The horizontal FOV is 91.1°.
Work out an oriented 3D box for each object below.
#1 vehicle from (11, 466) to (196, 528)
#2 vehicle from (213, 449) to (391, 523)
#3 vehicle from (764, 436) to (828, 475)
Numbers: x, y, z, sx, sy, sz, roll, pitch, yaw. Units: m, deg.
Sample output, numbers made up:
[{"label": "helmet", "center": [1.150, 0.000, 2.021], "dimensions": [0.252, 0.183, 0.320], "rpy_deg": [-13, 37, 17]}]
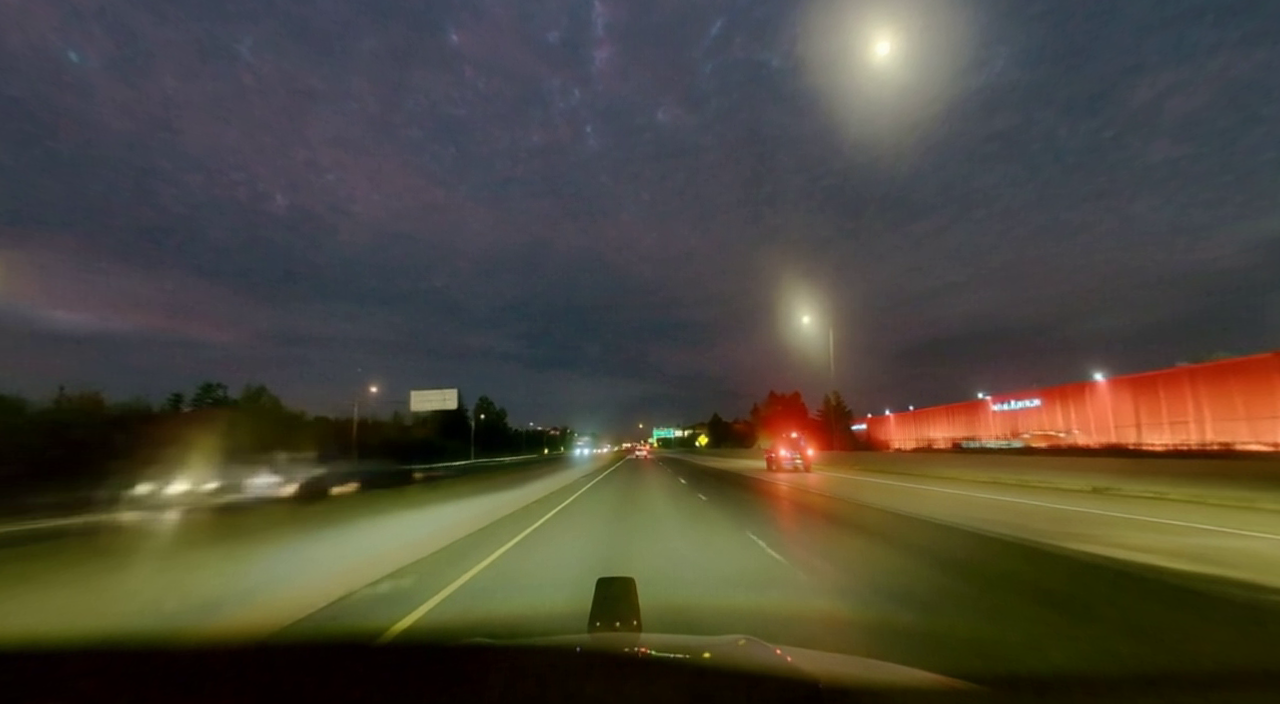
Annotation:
[{"label": "vehicle", "center": [-15.733, 4.232, 18.805], "dimensions": [1.862, 1.517, 4.136], "rpy_deg": [0, -9, 0]}, {"label": "vehicle", "center": [-7.987, 3.162, 15.441], "dimensions": [1.971, 1.520, 4.310], "rpy_deg": [0, -9, 0]}, {"label": "vehicle", "center": [8.351, 5.608, 34.164], "dimensions": [2.156, 1.943, 5.010], "rpy_deg": [0, -9, 0]}]
